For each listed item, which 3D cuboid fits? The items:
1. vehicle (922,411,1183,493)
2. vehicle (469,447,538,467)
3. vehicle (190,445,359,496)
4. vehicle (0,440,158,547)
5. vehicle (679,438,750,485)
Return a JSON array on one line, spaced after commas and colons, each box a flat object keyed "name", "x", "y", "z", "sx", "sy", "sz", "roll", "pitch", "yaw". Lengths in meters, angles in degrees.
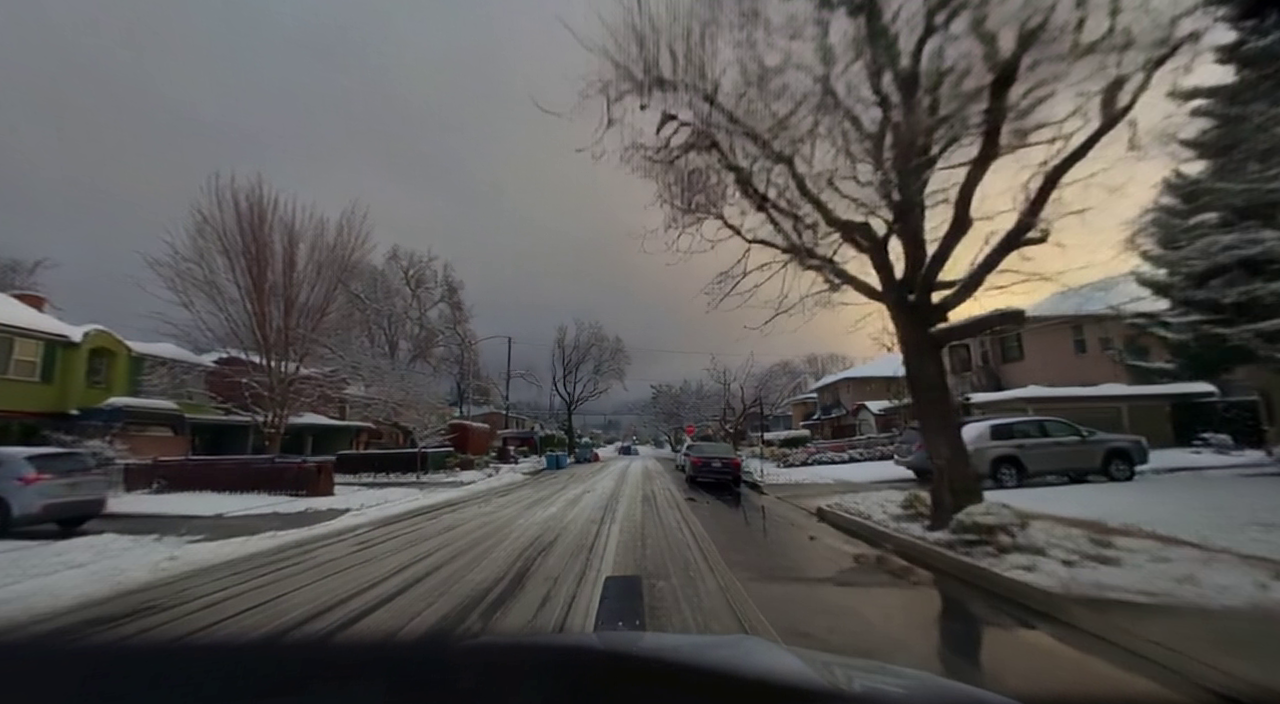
[{"name": "vehicle", "x": 8.910, "y": 2.198, "z": 13.993, "sx": 4.331, "sy": 1.570, "sz": 2.009, "roll": -1, "pitch": -8, "yaw": 0}, {"name": "vehicle", "x": -10.694, "y": 8.277, "z": 49.841, "sx": 4.933, "sy": 1.547, "sz": 2.125, "roll": 0, "pitch": -9, "yaw": 0}, {"name": "vehicle", "x": -11.436, "y": 3.715, "z": 20.022, "sx": 4.118, "sy": 1.492, "sz": 1.902, "roll": 0, "pitch": -9, "yaw": -3}, {"name": "vehicle", "x": -11.555, "y": 2.355, "z": 10.852, "sx": 4.972, "sy": 1.623, "sz": 1.884, "roll": 0, "pitch": -9, "yaw": 1}, {"name": "vehicle", "x": 2.516, "y": 3.842, "z": 22.423, "sx": 2.022, "sy": 1.483, "sz": 4.565, "roll": 0, "pitch": -9, "yaw": 1}]
